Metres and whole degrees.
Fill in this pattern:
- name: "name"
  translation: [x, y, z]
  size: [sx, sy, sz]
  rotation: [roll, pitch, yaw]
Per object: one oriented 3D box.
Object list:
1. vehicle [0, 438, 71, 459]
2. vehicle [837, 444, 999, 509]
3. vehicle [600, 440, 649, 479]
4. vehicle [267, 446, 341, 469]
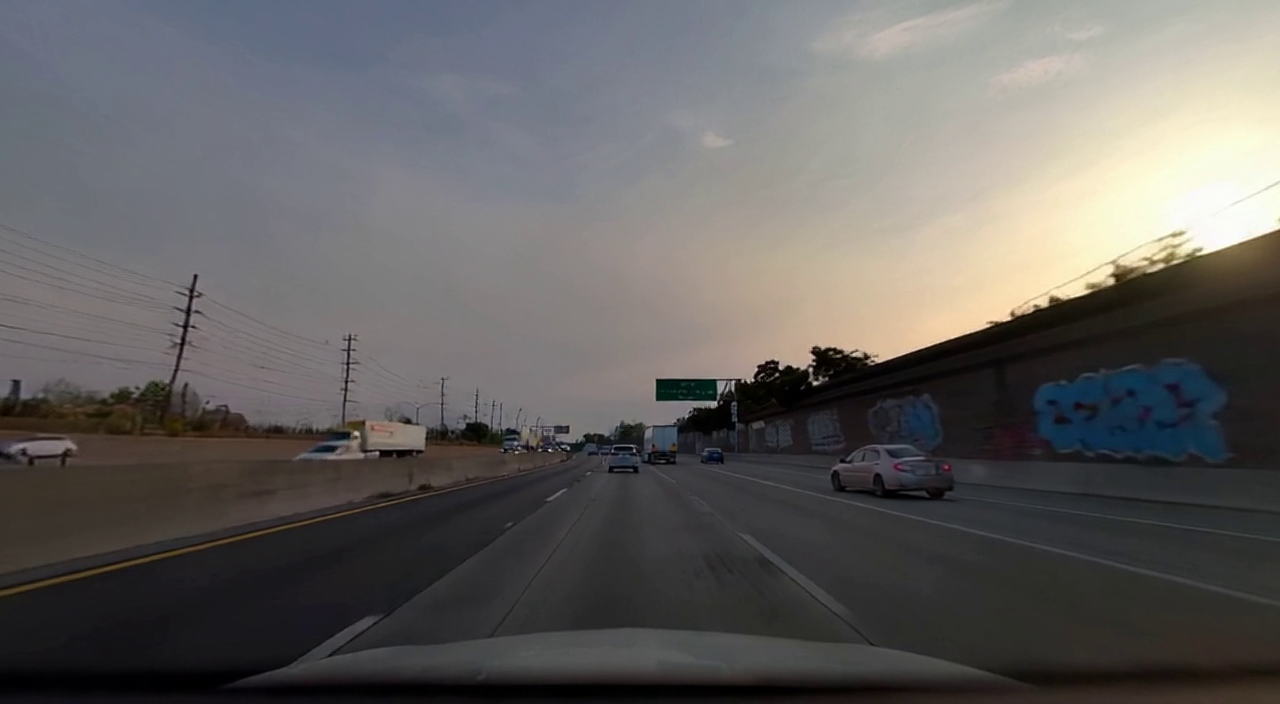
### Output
- name: "vehicle"
  translation: [-31.090, 4.705, 30.871]
  size: [4.563, 0.956, 2.176]
  rotation: [5, -9, -34]
- name: "vehicle"
  translation: [7.089, 3.211, 16.815]
  size: [2.018, 1.451, 4.762]
  rotation: [0, -9, -2]
- name: "vehicle"
  translation: [-0.679, 5.054, 29.883]
  size: [2.191, 1.685, 3.353]
  rotation: [0, -9, 0]
- name: "vehicle"
  translation: [-17.541, 5.511, 33.202]
  size: [1.781, 1.142, 3.830]
  rotation: [0, -9, 0]
